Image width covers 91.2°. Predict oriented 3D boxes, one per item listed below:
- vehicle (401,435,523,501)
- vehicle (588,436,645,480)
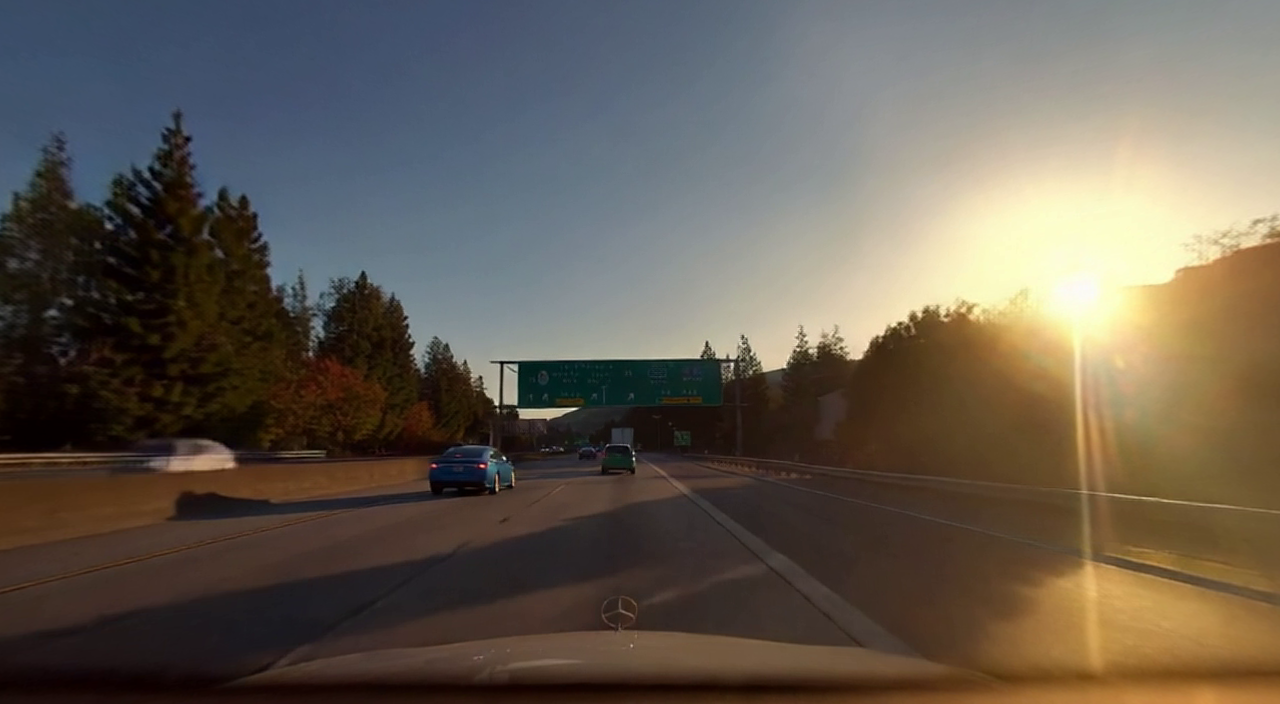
[{"bbox_3d":[-4.834,3.232,17.829,2.103,1.588,4.709,-1,-9,0],"label":"vehicle"},{"bbox_3d":[-0.984,4.453,26.522,2.220,1.711,4.056,0,-9,-2],"label":"vehicle"}]
